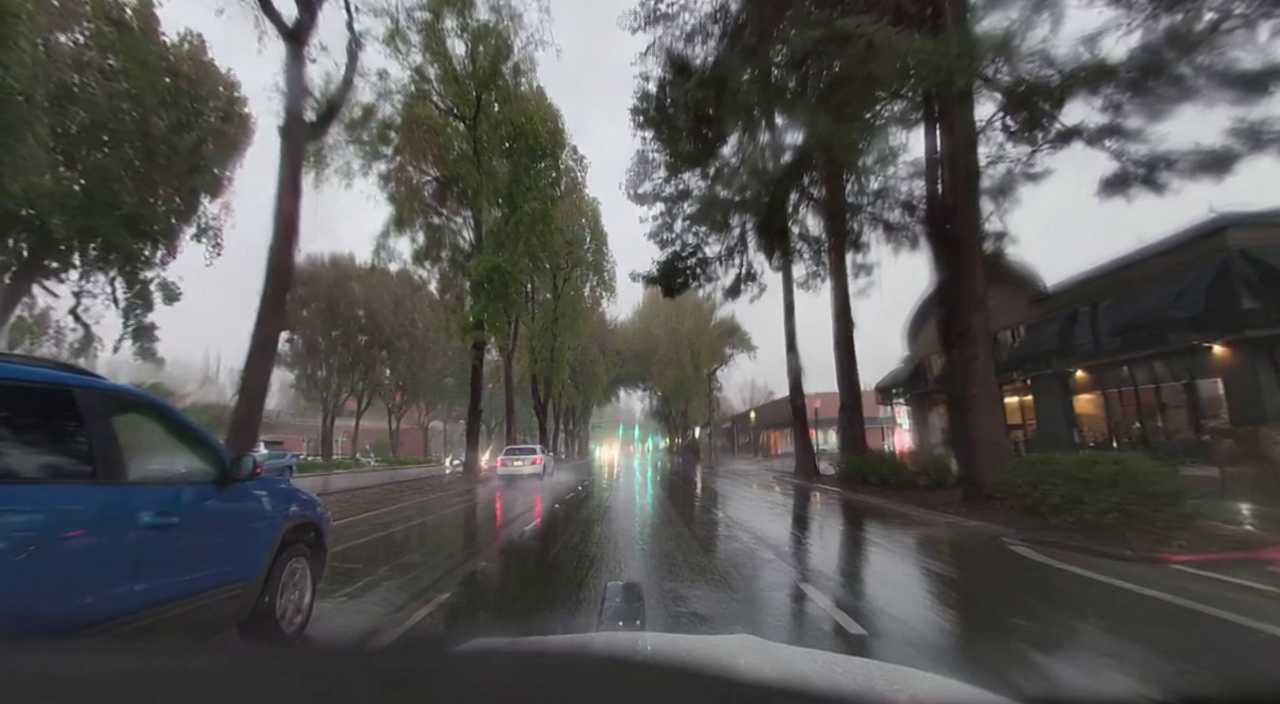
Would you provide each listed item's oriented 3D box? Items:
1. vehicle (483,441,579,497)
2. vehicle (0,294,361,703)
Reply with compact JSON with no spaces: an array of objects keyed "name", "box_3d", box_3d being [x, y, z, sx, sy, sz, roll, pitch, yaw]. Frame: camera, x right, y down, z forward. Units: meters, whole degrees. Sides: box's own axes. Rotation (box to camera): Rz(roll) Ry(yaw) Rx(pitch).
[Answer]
[{"name":"vehicle","box_3d":[-3.113,3.453,19.159,2.069,1.470,4.601,0,-9,0]},{"name":"vehicle","box_3d":[-3.331,0.823,3.005,2.042,1.817,4.364,0,-9,-1]}]
